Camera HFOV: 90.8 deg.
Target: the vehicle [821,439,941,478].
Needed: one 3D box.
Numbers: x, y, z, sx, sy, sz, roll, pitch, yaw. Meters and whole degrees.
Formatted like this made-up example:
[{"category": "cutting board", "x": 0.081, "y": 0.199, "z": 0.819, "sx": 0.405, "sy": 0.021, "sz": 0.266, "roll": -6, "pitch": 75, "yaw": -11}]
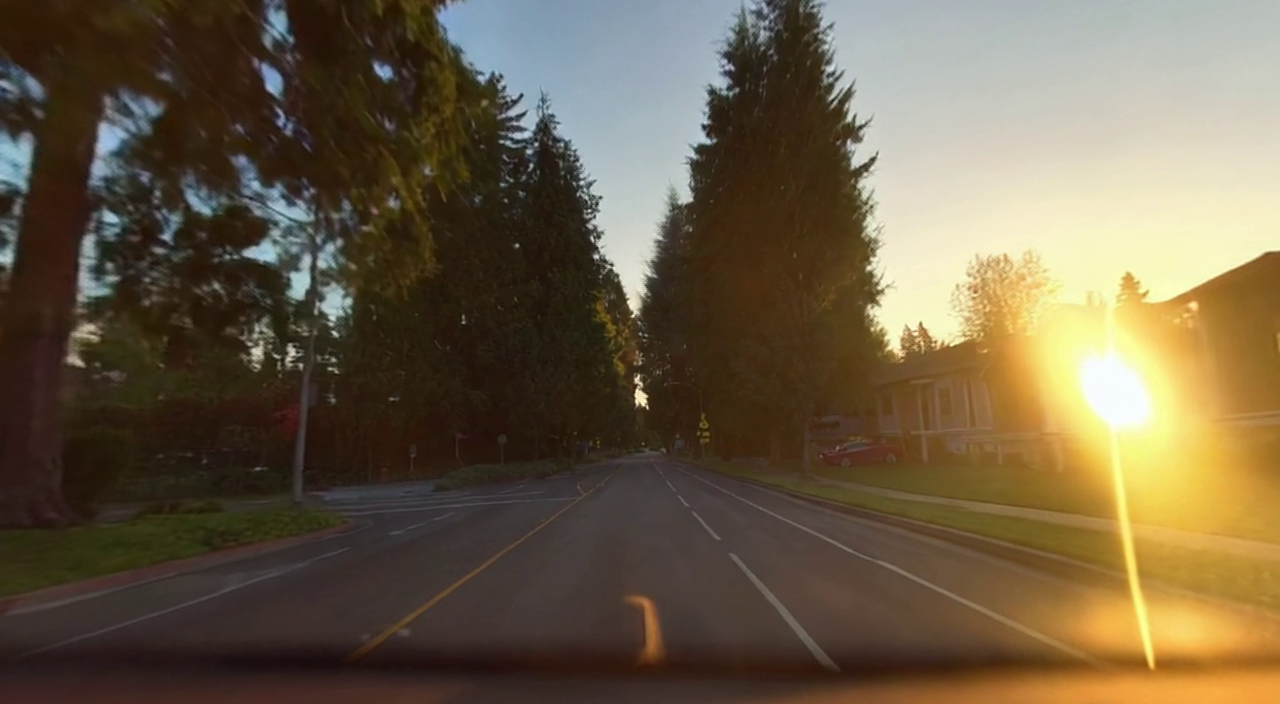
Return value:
[{"category": "vehicle", "x": 11.060, "y": 4.991, "z": 29.437, "sx": 1.904, "sy": 1.626, "sz": 5.012, "roll": 7, "pitch": -12, "yaw": -31}]
